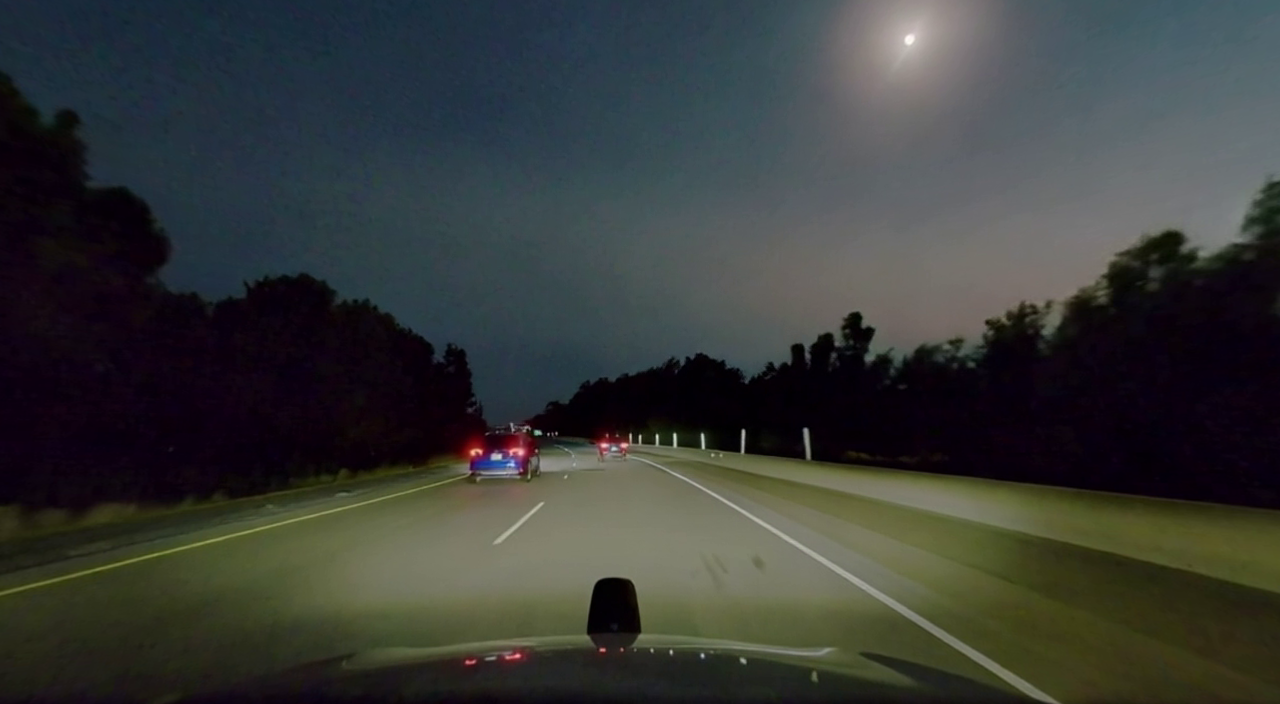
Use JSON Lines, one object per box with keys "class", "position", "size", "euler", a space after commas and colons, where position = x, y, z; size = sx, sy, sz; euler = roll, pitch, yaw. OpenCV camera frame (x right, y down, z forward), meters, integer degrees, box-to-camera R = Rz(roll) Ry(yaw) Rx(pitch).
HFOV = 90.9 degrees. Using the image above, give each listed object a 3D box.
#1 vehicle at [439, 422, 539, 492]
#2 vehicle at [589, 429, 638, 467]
{"class": "vehicle", "position": [-4.423, 3.140, 19.325], "size": [2.053, 1.847, 4.760], "euler": [0, -8, -2]}
{"class": "vehicle", "position": [-1.463, 5.023, 33.319], "size": [2.452, 1.857, 4.022], "euler": [1, -8, -5]}
